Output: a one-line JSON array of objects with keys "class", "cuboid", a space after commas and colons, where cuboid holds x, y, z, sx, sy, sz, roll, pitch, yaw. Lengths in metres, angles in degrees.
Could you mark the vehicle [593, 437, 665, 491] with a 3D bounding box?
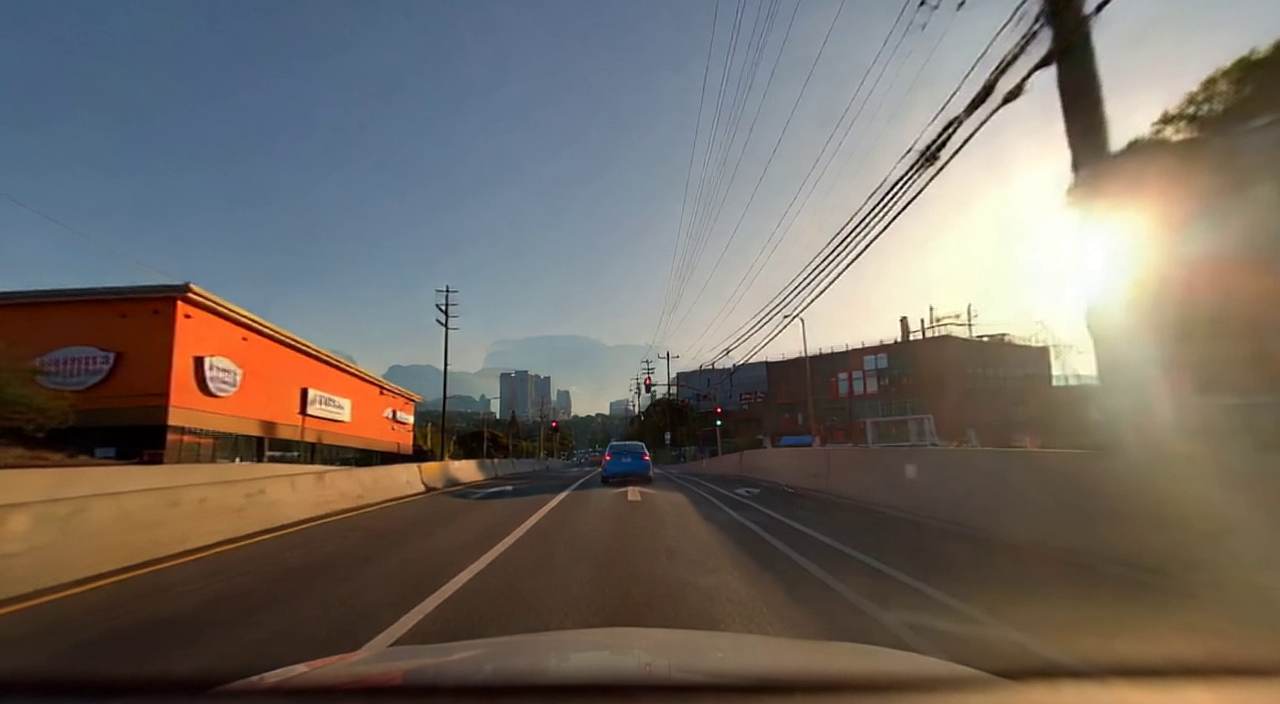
[{"class": "vehicle", "cuboid": [-0.382, 3.561, 20.464, 2.123, 1.566, 3.662, 0, -8, -2]}]
